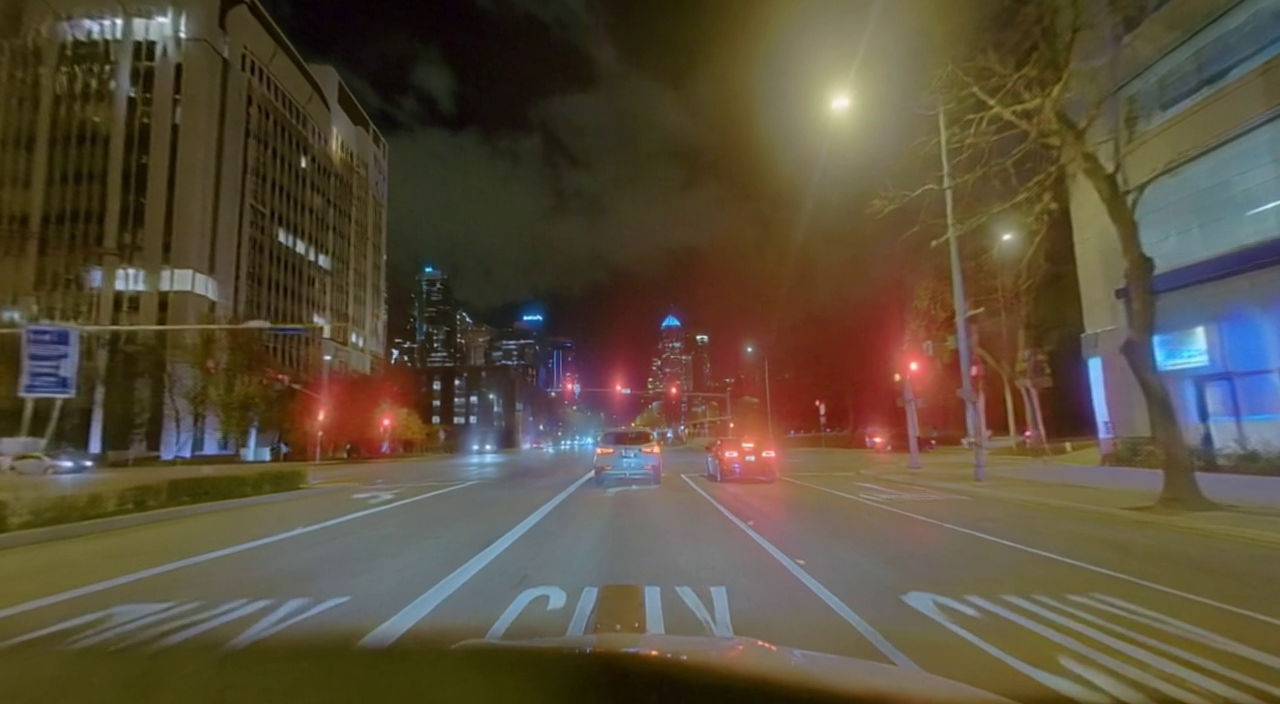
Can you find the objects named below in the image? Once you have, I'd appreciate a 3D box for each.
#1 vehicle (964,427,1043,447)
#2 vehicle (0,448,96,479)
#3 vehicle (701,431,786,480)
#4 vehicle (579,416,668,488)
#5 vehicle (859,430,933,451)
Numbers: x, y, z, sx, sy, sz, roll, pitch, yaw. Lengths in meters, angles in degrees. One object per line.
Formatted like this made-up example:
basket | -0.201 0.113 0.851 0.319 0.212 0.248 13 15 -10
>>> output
vehicle | 27.561 6.477 47.993 4.766 1.462 1.872 0 -8 0
vehicle | -39.688 7.451 42.258 4.610 1.691 2.034 -3 -8 -2
vehicle | 3.408 3.515 21.706 2.080 1.472 4.401 0 -8 -1
vehicle | -0.436 2.935 18.739 2.313 1.860 4.319 0 -8 0
vehicle | 19.416 6.717 48.017 4.851 1.517 1.720 0 -8 -2
